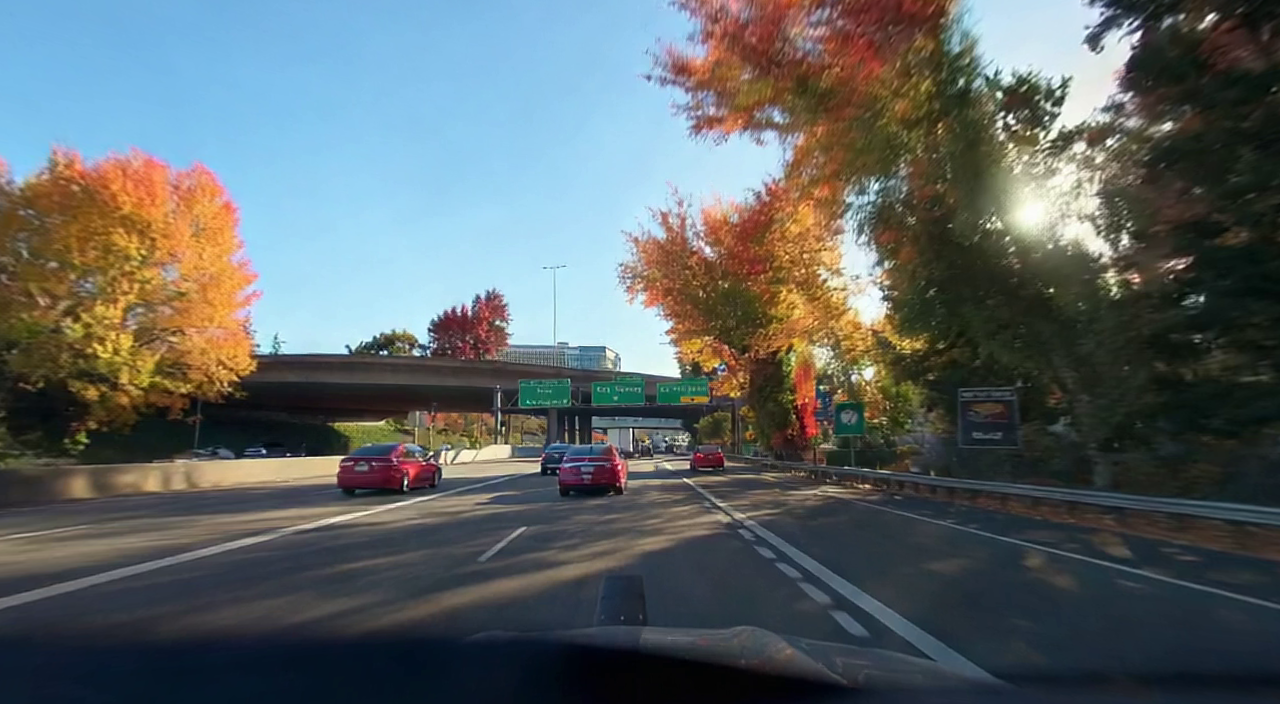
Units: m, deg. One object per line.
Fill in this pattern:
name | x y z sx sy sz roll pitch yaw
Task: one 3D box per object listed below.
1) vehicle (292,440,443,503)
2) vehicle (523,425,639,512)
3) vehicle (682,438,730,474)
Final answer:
vehicle | -7.379 3.256 17.692 2.057 1.496 4.661 0 -9 1
vehicle | -1.220 2.739 15.236 2.101 1.742 4.495 0 -9 3
vehicle | 3.499 5.636 34.257 2.193 1.778 4.488 0 -9 1
